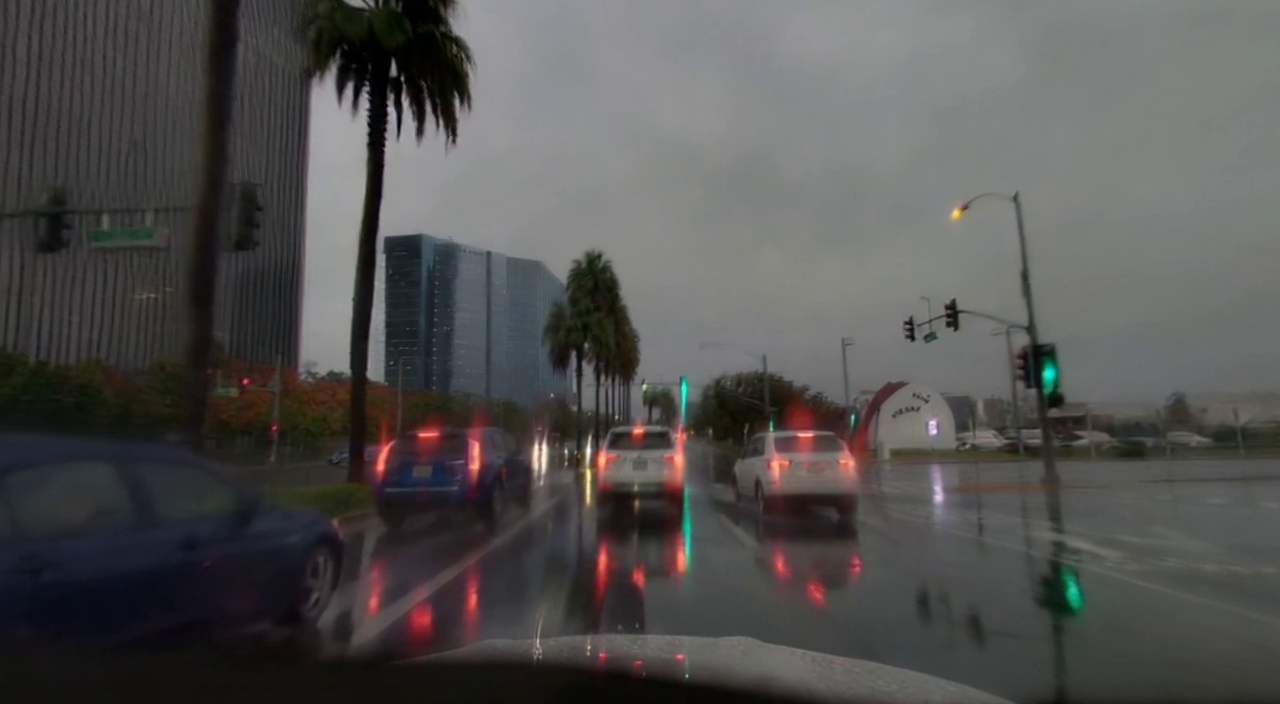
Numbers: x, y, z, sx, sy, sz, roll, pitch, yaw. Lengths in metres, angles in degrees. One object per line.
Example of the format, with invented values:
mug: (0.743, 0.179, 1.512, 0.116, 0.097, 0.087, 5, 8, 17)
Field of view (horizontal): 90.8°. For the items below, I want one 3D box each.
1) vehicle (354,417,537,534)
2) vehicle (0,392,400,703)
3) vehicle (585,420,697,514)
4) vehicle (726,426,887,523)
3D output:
vehicle: (-3.201, 2.123, 11.377, 1.938, 1.713, 4.048, 0, -9, 1)
vehicle: (-3.219, 1.082, 3.472, 1.962, 1.480, 4.605, 0, -9, 0)
vehicle: (0.012, 2.453, 13.886, 2.060, 1.730, 4.257, 0, -9, 0)
vehicle: (2.992, 2.289, 12.308, 1.936, 1.567, 3.896, 0, -9, -2)
